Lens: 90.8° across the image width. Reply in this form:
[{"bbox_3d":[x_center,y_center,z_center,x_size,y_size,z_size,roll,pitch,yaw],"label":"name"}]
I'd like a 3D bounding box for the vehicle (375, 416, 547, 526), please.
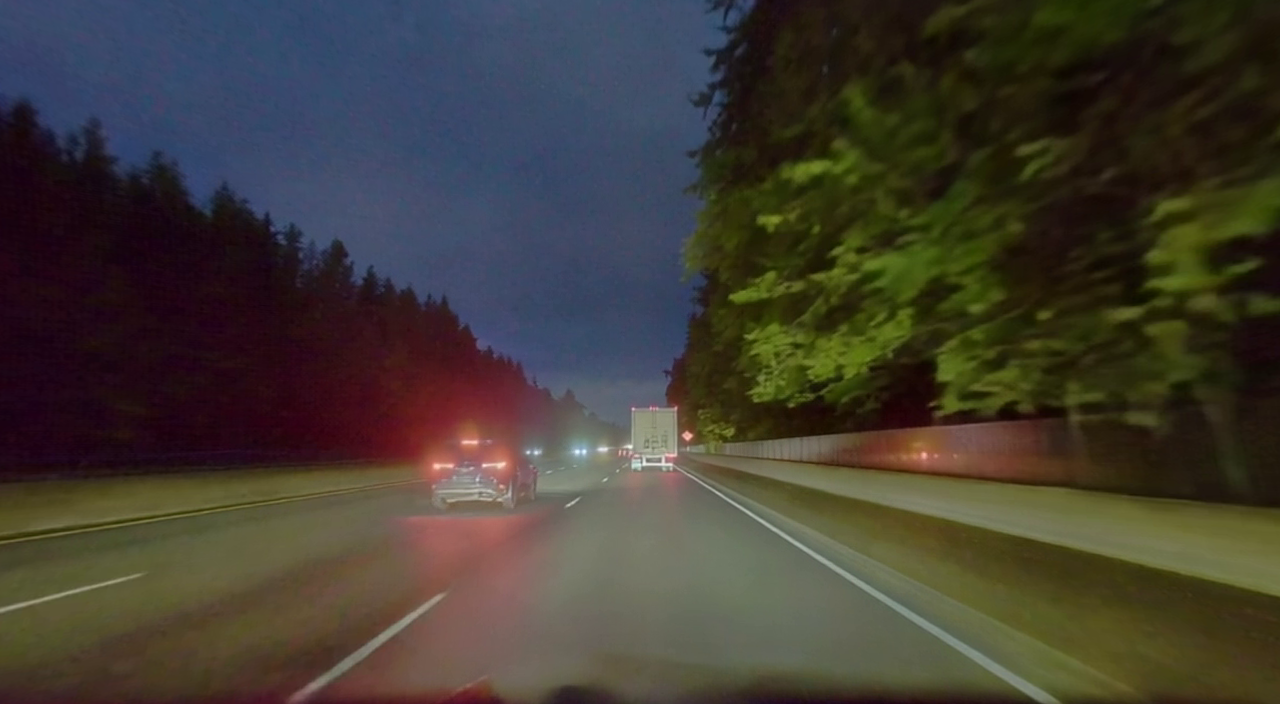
[{"bbox_3d":[-3.564,2.530,13.866,2.226,1.933,5.179,0,-9,0],"label":"vehicle"}]

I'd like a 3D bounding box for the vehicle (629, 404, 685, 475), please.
[{"bbox_3d":[0.973,5.701,40.333,2.976,3.800,12.335,0,-9,1],"label":"vehicle"}]
